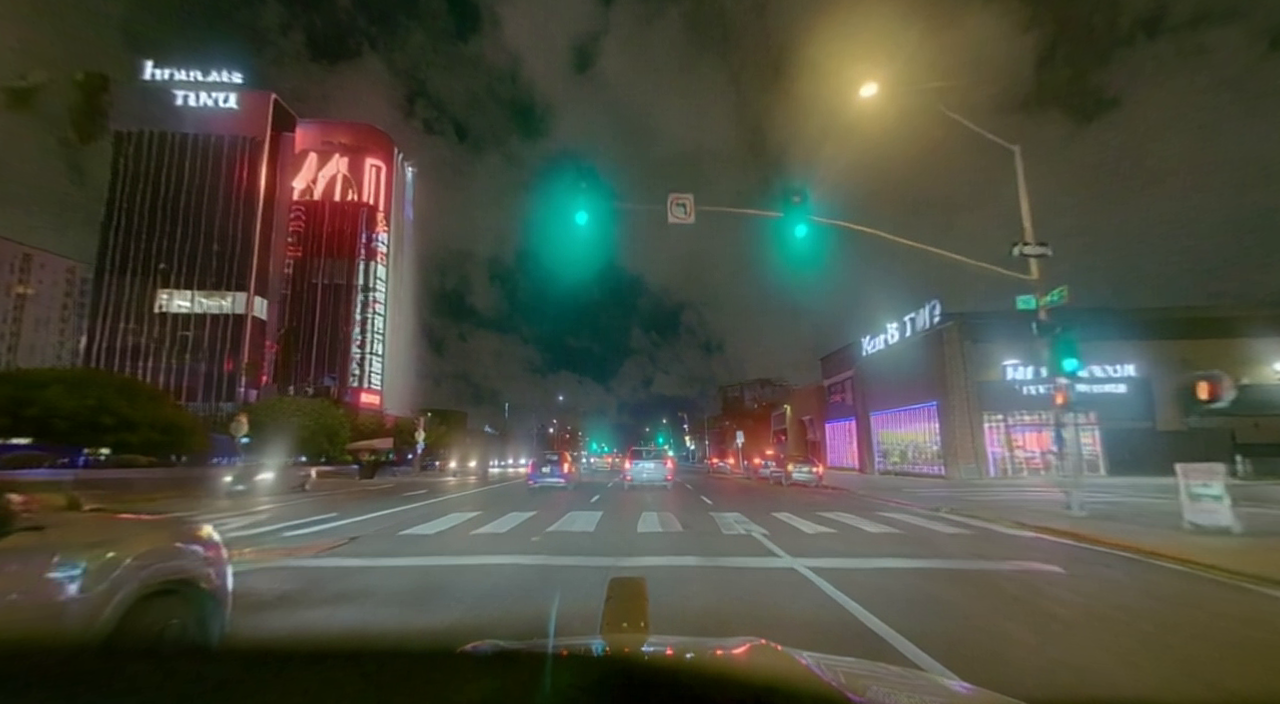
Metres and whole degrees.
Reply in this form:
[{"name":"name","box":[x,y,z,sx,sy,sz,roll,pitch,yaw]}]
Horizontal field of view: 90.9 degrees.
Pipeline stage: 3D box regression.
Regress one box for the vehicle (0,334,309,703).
[{"name":"vehicle","box":[-2.960,0.695,1.334,2.049,1.646,4.445,0,-9,1]}]

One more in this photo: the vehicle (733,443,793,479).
[{"name":"vehicle","box":[6.673,5.975,34.799,2.159,1.817,5.056,0,-9,-1]}]

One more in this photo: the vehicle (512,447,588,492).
[{"name":"vehicle","box":[-3.118,4.173,22.786,1.950,1.450,4.257,-1,-9,2]}]

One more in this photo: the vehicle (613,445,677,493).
[{"name":"vehicle","box":[0.195,4.023,22.035,2.037,1.484,4.073,0,-9,1]}]

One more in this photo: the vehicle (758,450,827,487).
[{"name":"vehicle","box":[6.593,5.077,27.763,1.944,1.462,4.406,0,-9,0]}]
